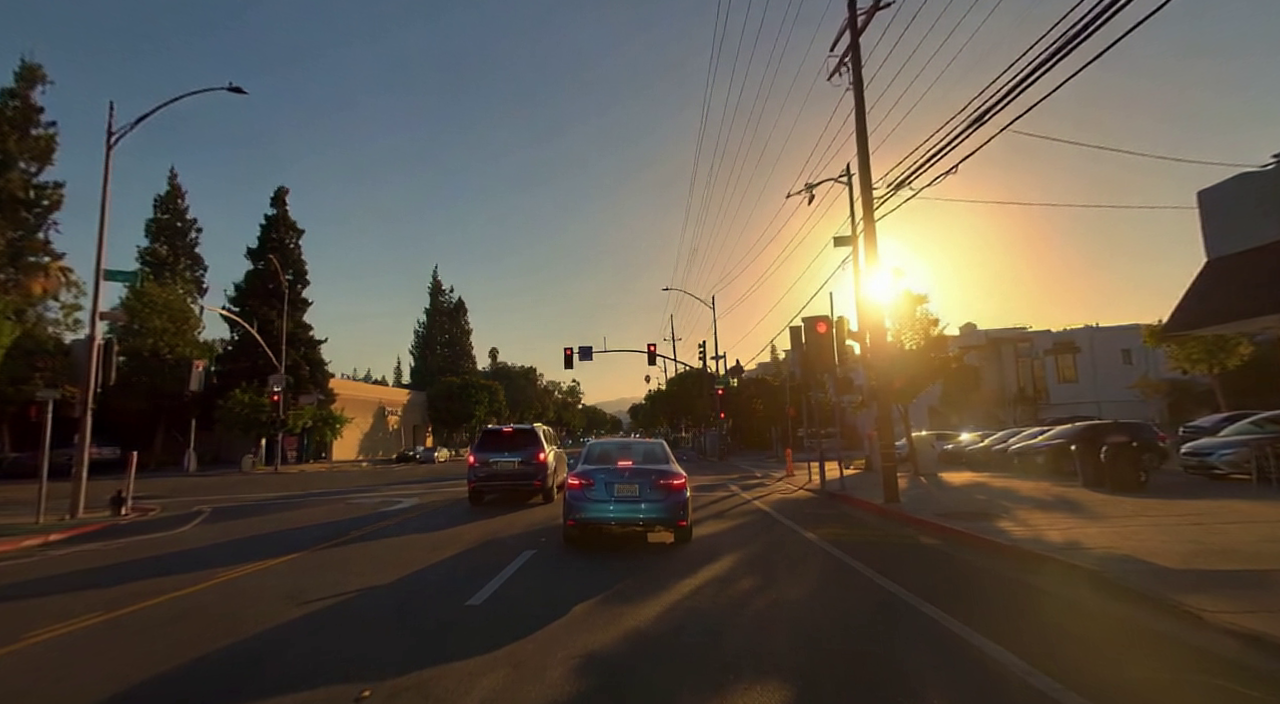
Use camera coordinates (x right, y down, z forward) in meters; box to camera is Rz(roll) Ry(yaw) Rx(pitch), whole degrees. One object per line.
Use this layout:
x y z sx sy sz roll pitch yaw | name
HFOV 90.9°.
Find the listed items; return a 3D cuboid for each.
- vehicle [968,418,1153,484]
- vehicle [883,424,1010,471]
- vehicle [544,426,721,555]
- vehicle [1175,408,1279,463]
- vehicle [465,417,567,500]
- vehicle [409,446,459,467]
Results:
10.544 2.536 16.293 1.888 1.455 4.268 0 -8 1 | vehicle
10.631 3.372 22.320 1.842 1.471 4.481 1 -8 -6 | vehicle
-0.149 1.927 9.532 2.070 1.481 4.216 0 -8 -2 | vehicle
18.709 2.580 19.294 4.446 1.511 1.977 4 -10 -29 | vehicle
-3.079 2.738 16.612 2.106 1.852 4.512 0 -8 -5 | vehicle
-15.568 7.837 47.494 2.111 1.511 4.641 6 -10 -37 | vehicle
